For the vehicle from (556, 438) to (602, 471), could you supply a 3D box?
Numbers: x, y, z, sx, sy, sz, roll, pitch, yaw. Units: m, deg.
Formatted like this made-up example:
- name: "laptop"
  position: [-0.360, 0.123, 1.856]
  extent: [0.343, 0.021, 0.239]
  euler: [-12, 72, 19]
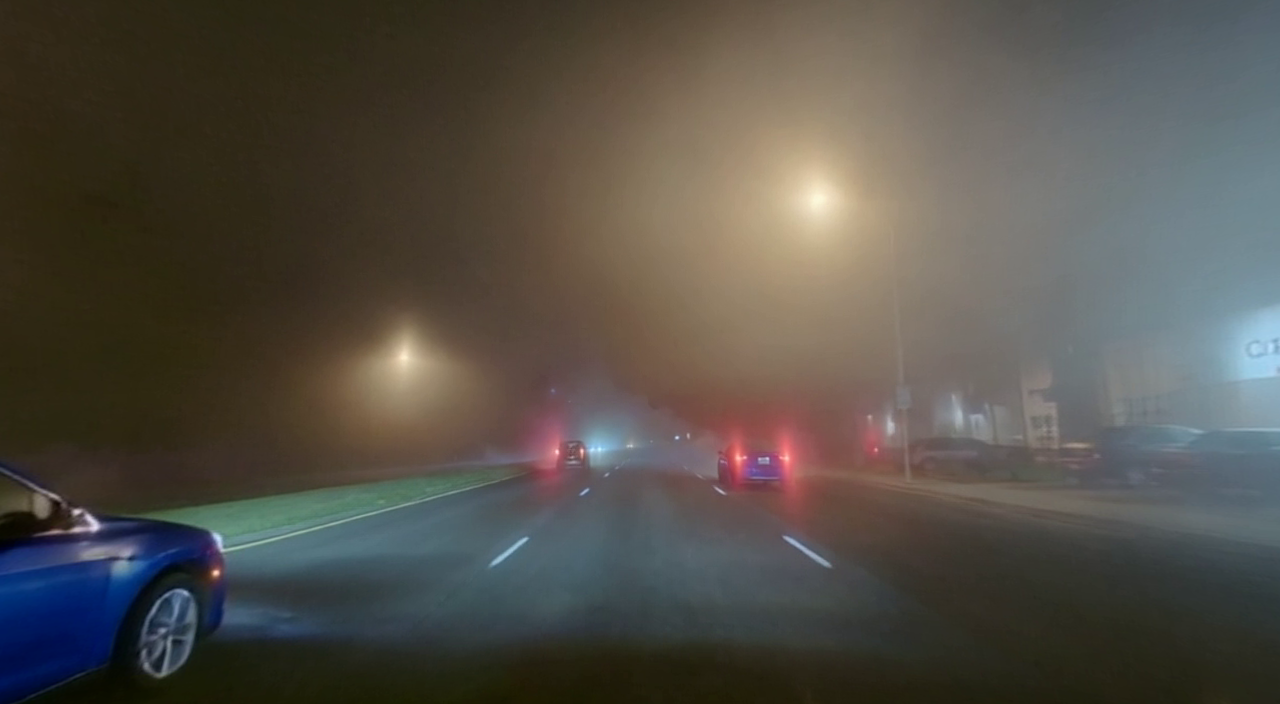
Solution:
- name: "vehicle"
  position: [-3.210, 5.505, 34.109]
  extent: [2.113, 1.626, 4.129]
  euler: [0, -8, -1]

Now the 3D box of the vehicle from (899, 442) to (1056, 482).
- name: "vehicle"
  position: [12.621, 4.125, 23.798]
  extent: [4.757, 1.327, 2.062]
  euler: [0, -7, -1]

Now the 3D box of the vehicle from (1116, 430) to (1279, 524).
- name: "vehicle"
  position: [12.831, 2.437, 12.794]
  extent: [4.647, 1.662, 2.134]
  euler: [-1, -7, -3]

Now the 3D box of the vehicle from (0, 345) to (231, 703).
- name: "vehicle"
  position: [-3.605, 0.699, 1.518]
  extent: [2.023, 1.720, 4.741]
  euler: [-1, -8, 0]

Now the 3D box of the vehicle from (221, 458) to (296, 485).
- name: "vehicle"
  position: [-21.806, 6.811, 36.179]
  extent: [1.838, 1.351, 3.904]
  euler: [-1, -8, 0]

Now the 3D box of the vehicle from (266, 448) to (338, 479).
- name: "vehicle"
  position: [-22.033, 7.266, 41.299]
  extent: [2.203, 1.857, 4.581]
  euler: [0, -8, -1]

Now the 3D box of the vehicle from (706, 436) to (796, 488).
- name: "vehicle"
  position: [3.459, 3.527, 20.494]
  extent: [2.083, 1.474, 4.360]
  euler: [0, -8, 0]
